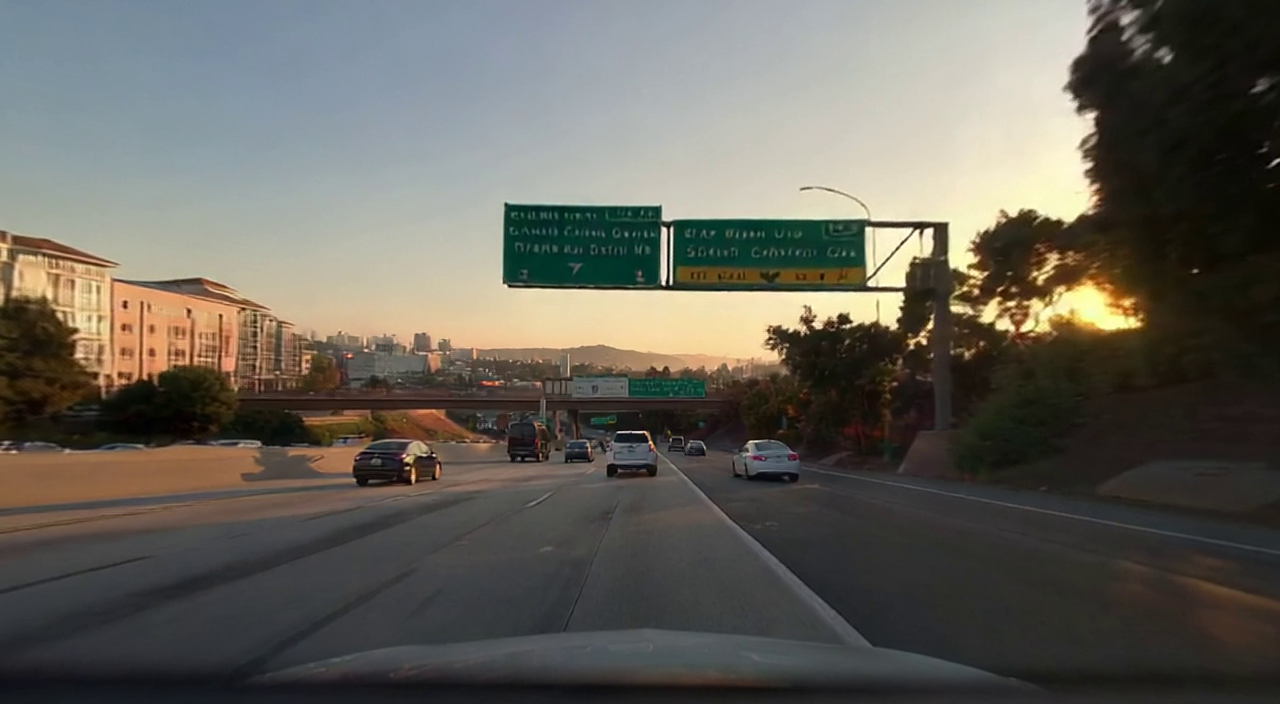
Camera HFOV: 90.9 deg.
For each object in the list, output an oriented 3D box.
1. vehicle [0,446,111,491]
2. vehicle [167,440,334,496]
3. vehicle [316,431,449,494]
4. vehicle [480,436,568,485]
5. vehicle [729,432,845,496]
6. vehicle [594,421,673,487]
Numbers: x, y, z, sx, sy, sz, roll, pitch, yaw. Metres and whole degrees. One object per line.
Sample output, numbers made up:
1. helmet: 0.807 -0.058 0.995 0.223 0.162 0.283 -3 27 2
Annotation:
1. vehicle: -21.916 4.133 22.669 1.867 1.443 4.468 0 -8 0
2. vehicle: -11.237 3.356 18.692 1.970 1.441 4.555 0 -8 1
3. vehicle: -7.426 3.227 18.747 2.021 1.632 4.417 0 -8 1
4. vehicle: -3.859 3.680 21.811 2.079 1.499 4.512 0 -8 1
5. vehicle: 3.747 2.943 17.001 1.942 1.487 4.518 0 -8 -1
6. vehicle: -0.204 3.222 20.220 2.209 1.863 4.626 0 -8 0
